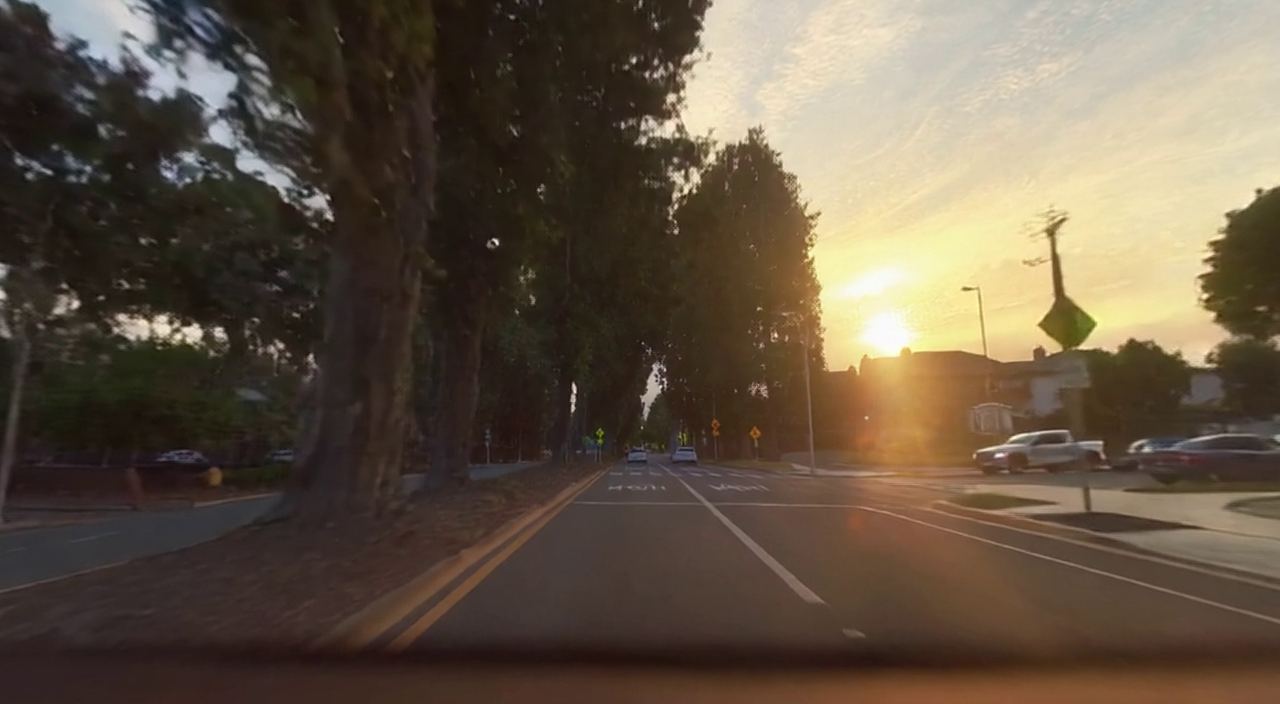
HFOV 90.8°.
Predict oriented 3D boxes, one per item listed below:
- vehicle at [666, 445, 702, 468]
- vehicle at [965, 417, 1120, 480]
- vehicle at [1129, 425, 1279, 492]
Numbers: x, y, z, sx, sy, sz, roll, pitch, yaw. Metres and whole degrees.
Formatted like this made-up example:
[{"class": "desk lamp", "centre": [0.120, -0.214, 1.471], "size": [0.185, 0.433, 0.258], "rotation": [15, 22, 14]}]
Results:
[{"class": "vehicle", "centre": [3.030, 7.257, 44.173], "size": [2.142, 1.501, 4.273], "rotation": [0, -9, -1]}, {"class": "vehicle", "centre": [18.205, 4.347, 28.792], "size": [5.378, 2.566, 2.402], "rotation": [-1, -7, -2]}, {"class": "vehicle", "centre": [18.940, 3.340, 20.115], "size": [4.636, 1.860, 2.347], "rotation": [-2, -8, 1]}]
